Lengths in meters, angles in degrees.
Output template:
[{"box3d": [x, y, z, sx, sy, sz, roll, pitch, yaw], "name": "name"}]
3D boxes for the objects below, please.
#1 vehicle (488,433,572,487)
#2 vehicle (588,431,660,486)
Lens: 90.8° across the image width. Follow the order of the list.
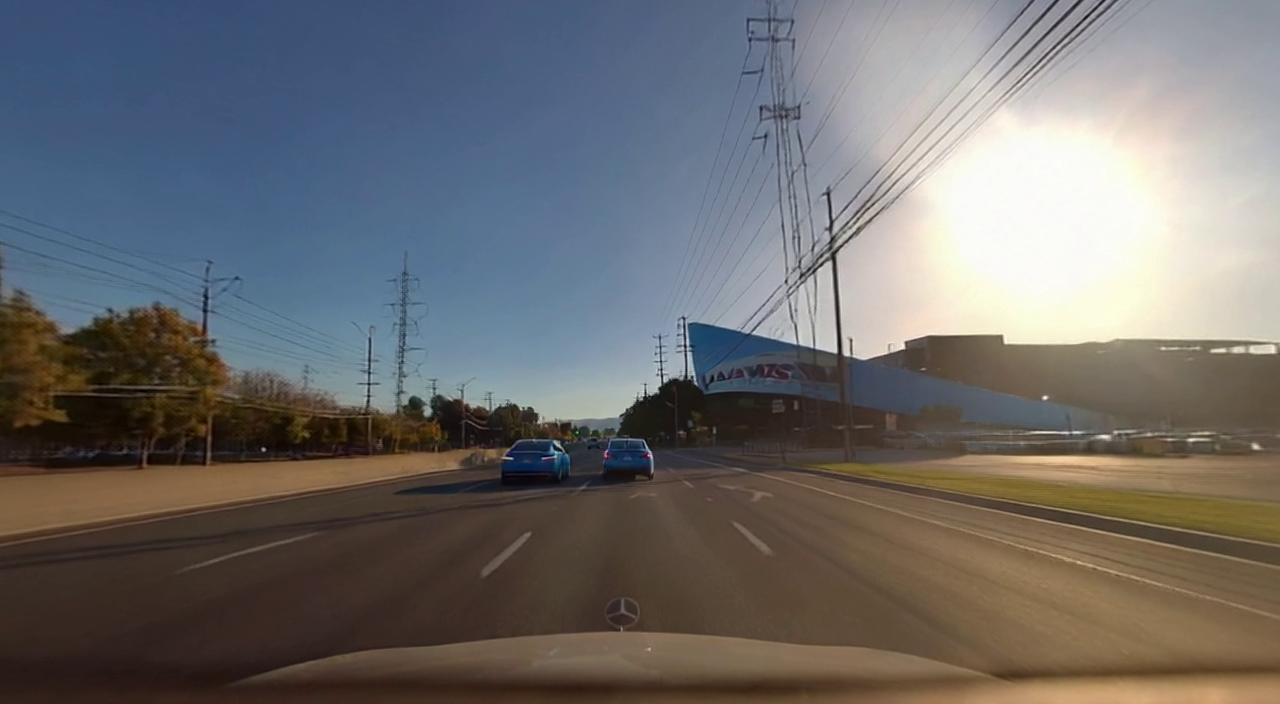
[{"box3d": [-3.613, 3.660, 21.725, 1.985, 1.607, 4.892, 0, -8, 1], "name": "vehicle"}, {"box3d": [-0.501, 3.583, 21.544, 2.189, 1.652, 4.135, 0, -8, 0], "name": "vehicle"}]
